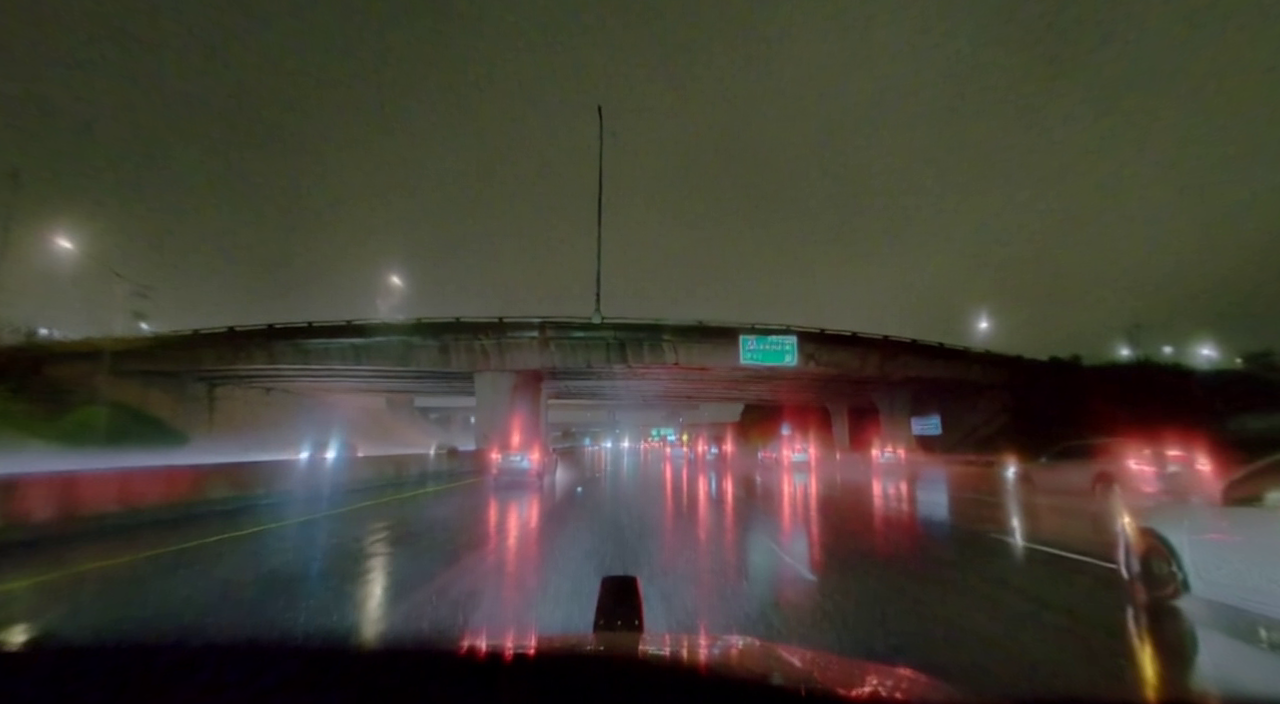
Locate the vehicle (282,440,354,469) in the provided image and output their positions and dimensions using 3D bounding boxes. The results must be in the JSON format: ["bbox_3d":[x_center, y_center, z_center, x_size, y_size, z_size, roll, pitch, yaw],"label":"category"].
[{"bbox_3d":[-18.878,6.000,37.258,2.124,1.591,4.419,0,-8,-3],"label":"vehicle"}]

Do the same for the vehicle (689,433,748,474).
[{"bbox_3d":[3.514,4.652,29.113,2.072,1.761,4.242,0,-8,-2],"label":"vehicle"}]

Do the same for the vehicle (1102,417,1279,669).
[{"bbox_3d":[4.731,1.016,2.957,1.989,1.472,4.322,0,-8,3],"label":"vehicle"}]

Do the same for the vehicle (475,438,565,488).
[{"bbox_3d":[-3.902,3.669,21.338,1.997,1.476,4.703,0,-8,2],"label":"vehicle"}]
